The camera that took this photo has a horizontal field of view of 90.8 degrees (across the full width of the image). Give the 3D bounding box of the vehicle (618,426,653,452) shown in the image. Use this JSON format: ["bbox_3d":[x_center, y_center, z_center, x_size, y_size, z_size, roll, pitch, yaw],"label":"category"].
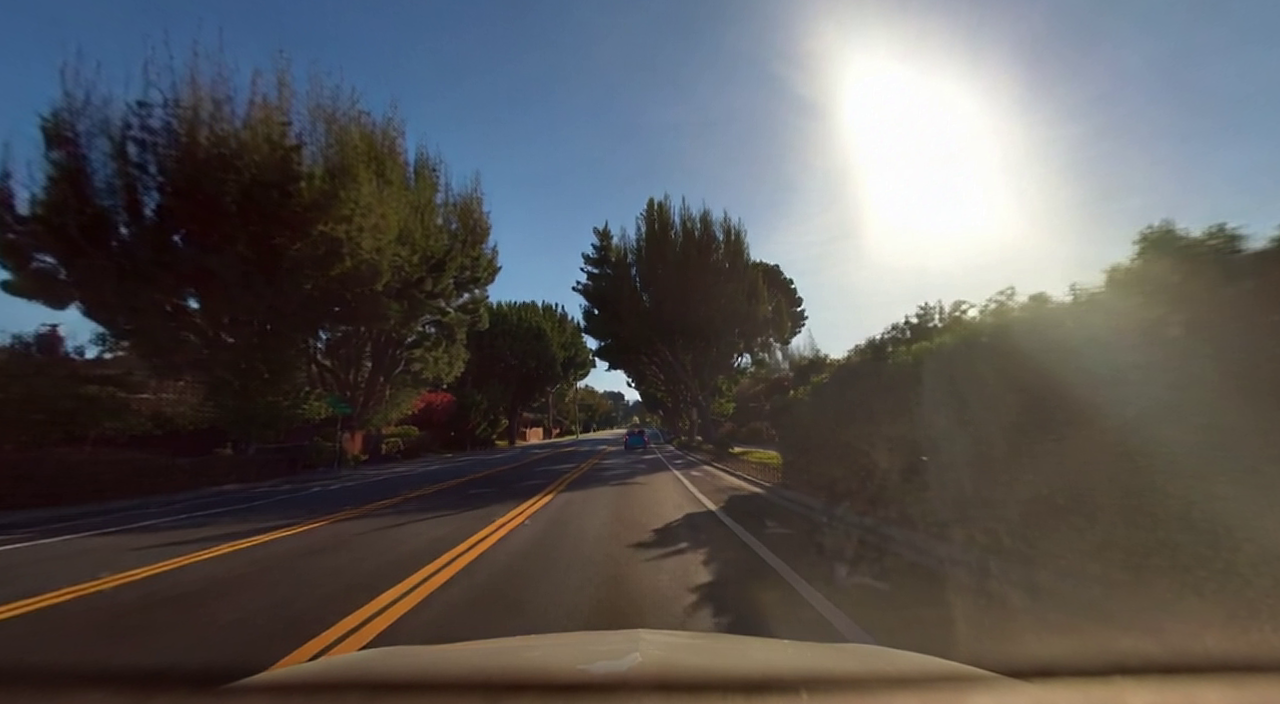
[{"bbox_3d":[-0.285,5.354,38.745,2.067,1.486,3.861,0,-8,0],"label":"vehicle"}]
